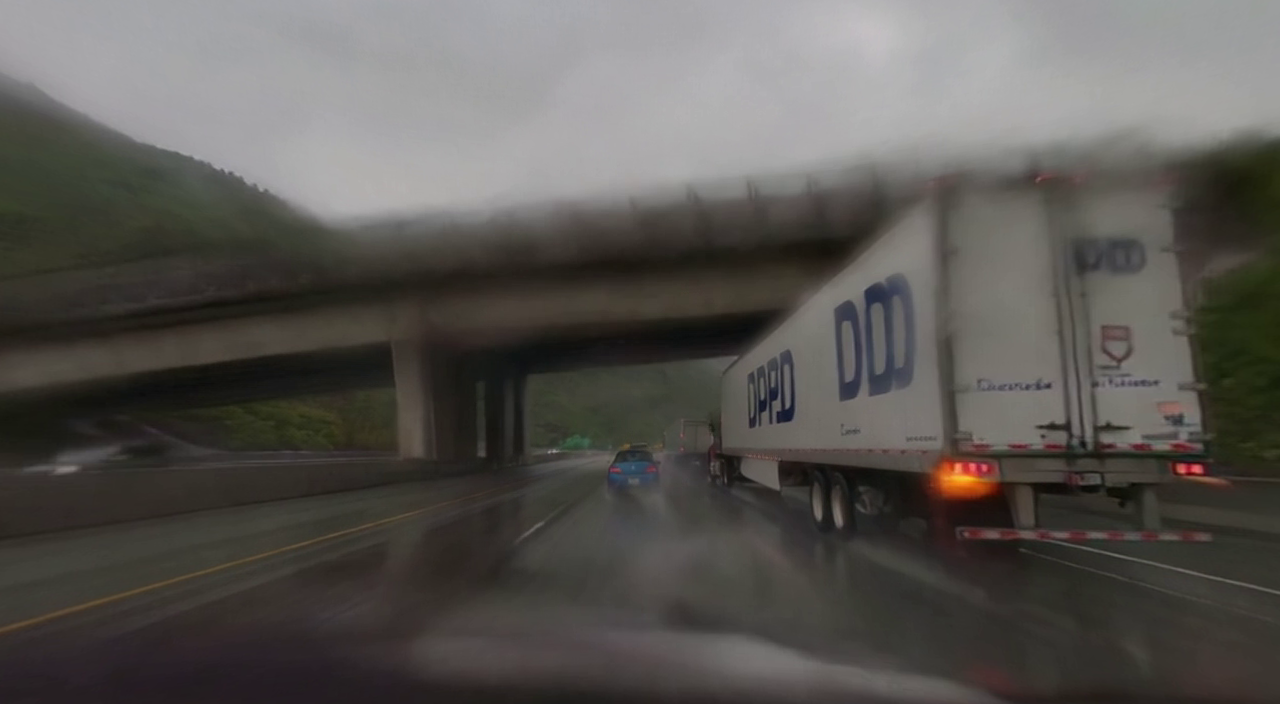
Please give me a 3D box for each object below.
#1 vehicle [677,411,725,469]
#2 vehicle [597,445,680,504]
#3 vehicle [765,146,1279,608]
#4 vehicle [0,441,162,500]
[{"bbox_3d":[4.538,6.872,48.692,2.801,4.039,8.684,0,-9,0],"label":"vehicle"},{"bbox_3d":[-0.041,3.342,17.538,2.029,1.437,3.794,0,-9,0],"label":"vehicle"},{"bbox_3d":[4.166,0.748,9.470,2.802,3.956,8.291,0,-9,0],"label":"vehicle"},{"bbox_3d":[-17.162,3.538,19.156,1.931,1.569,4.277,0,-9,-1],"label":"vehicle"}]
